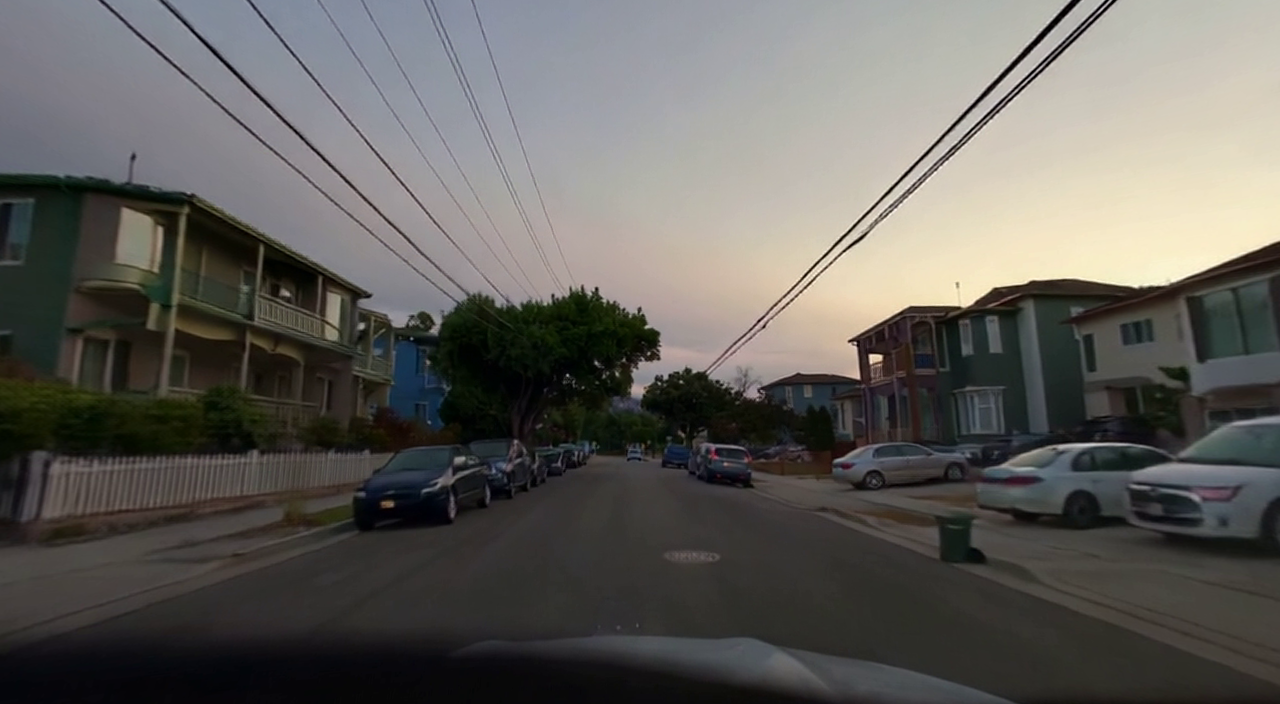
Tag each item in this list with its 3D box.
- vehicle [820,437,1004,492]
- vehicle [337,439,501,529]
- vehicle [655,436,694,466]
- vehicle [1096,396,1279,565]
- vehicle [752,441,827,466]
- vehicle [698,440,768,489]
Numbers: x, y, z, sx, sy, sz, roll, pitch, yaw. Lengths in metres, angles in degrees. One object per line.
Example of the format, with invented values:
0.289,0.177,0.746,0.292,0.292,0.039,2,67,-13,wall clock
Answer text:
7.782,3.242,18.441,4.480,1.497,1.884,0,-8,1,vehicle
-4.175,2.528,12.739,1.745,1.490,4.304,0,-8,0,vehicle
2.568,7.526,48.246,2.564,2.155,6.053,0,-8,-1,vehicle
8.827,1.564,8.092,4.512,1.841,1.912,1,-9,-4,vehicle
9.358,6.383,39.688,4.148,1.516,1.976,0,-8,-2,vehicle
3.250,4.014,22.799,1.916,1.587,3.986,0,-8,0,vehicle
